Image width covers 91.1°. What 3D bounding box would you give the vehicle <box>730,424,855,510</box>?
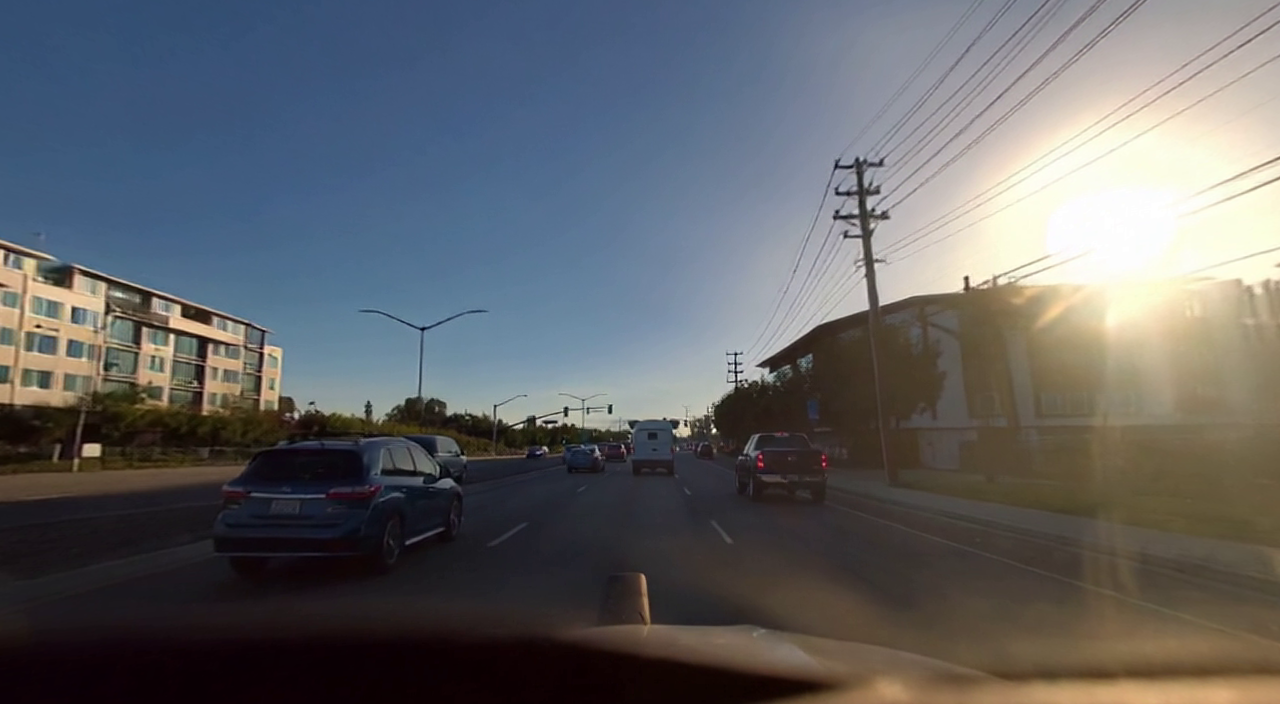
[{"bbox_3d":[3.800,2.935,16.579,2.283,1.923,4.427,0,-8,2],"label":"vehicle"}]

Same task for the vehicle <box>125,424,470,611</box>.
[{"bbox_3d":[-3.565,1.733,7.502,1.934,1.643,3.718,0,-8,1],"label":"vehicle"}]

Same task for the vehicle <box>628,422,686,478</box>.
[{"bbox_3d":[0.934,4.685,30.309,2.457,2.440,5.486,-1,-8,5],"label":"vehicle"}]

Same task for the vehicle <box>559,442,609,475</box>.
[{"bbox_3d":[-2.857,5.549,32.939,1.984,1.567,4.311,-1,-8,3],"label":"vehicle"}]
